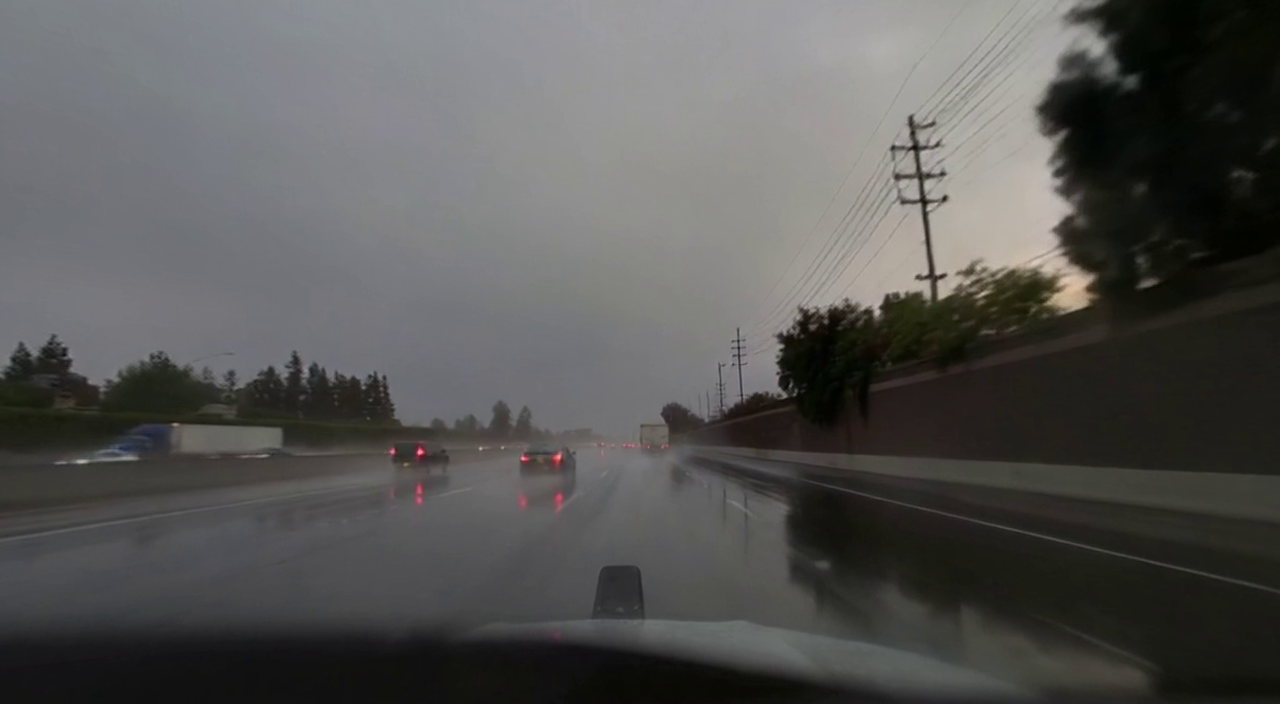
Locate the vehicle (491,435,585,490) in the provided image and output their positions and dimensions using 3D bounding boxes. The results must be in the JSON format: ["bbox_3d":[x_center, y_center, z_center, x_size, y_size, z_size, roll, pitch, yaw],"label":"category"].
[{"bbox_3d":[-3.085,3.486,20.189,2.045,1.532,4.954,0,-9,1],"label":"vehicle"}]

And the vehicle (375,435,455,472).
[{"bbox_3d":[-10.740,4.904,30.482,2.058,1.621,4.739,0,-9,1],"label":"vehicle"}]
